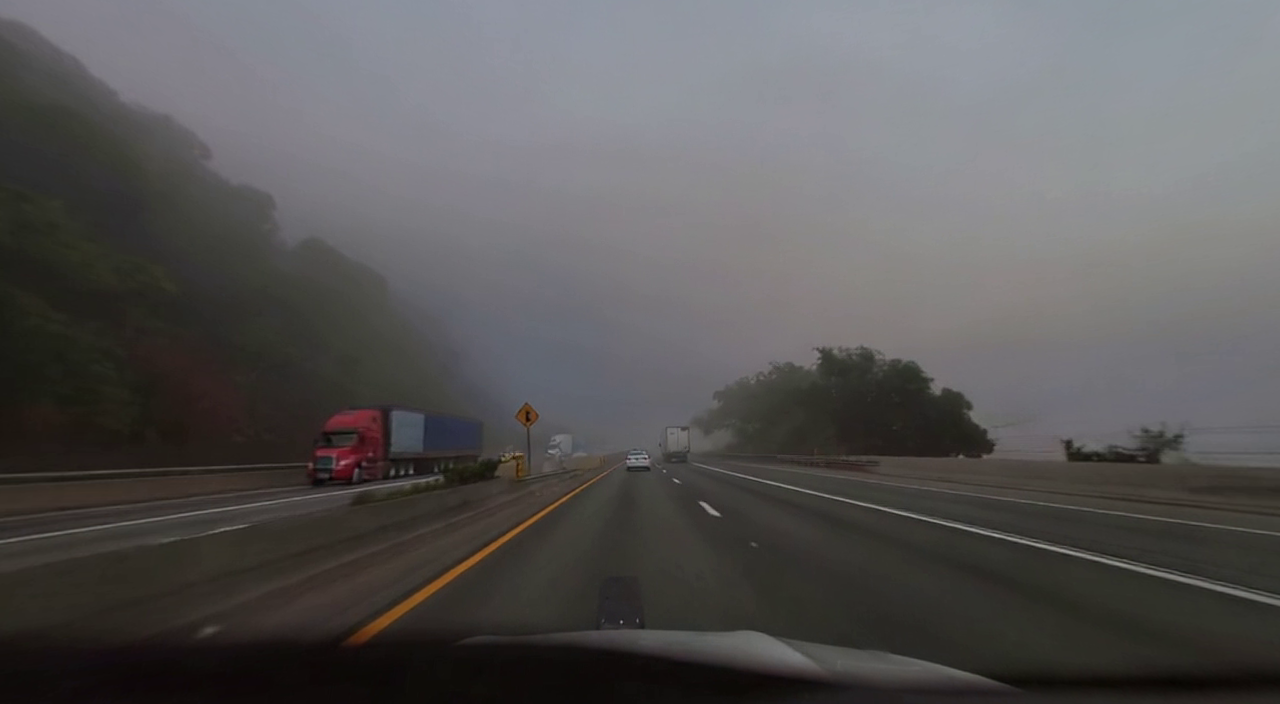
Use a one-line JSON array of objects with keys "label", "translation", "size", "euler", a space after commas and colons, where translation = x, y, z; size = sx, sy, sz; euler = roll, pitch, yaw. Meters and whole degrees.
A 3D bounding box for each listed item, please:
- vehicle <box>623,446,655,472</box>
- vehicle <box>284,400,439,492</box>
[{"label": "vehicle", "translation": [-0.090, 7.459, 44.275], "size": [2.137, 1.689, 4.051], "euler": [0, -9, 0]}, {"label": "vehicle", "translation": [-13.190, 4.695, 31.447], "size": [2.919, 3.755, 10.586], "euler": [0, -9, 0]}]
